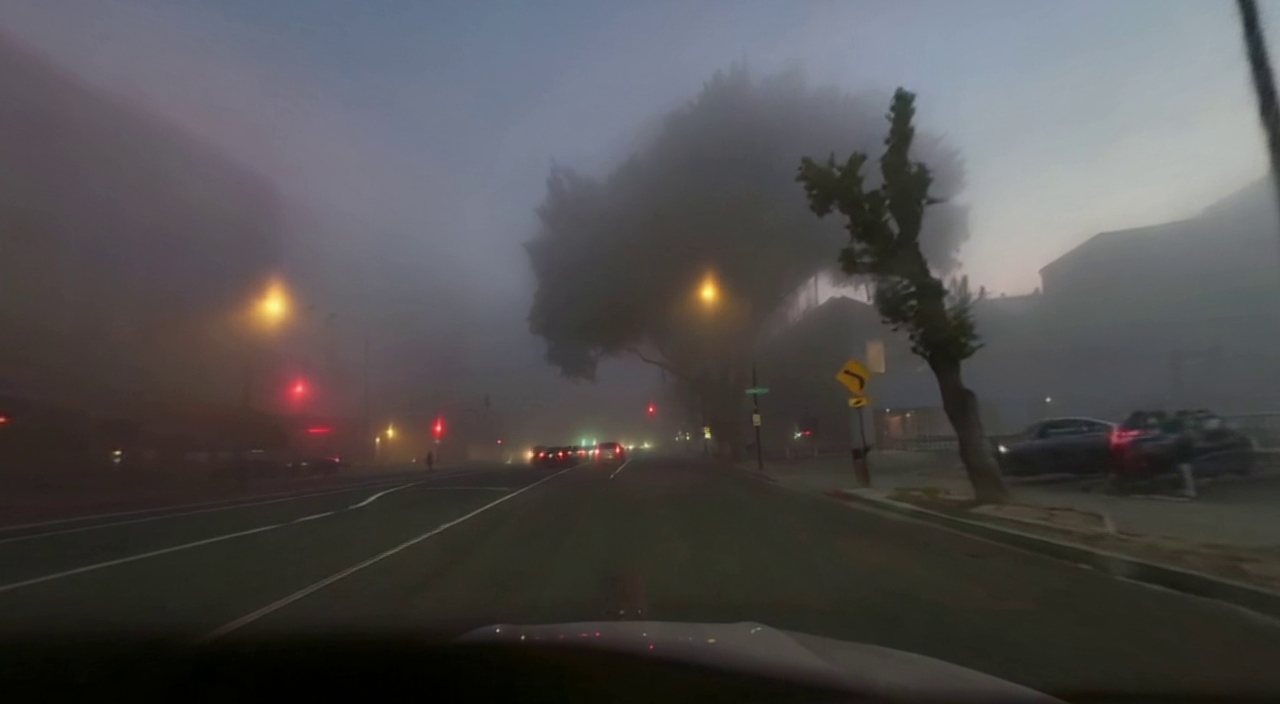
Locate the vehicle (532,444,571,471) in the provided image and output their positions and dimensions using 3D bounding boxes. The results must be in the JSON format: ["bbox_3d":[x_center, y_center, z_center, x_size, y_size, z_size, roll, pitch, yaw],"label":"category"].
[{"bbox_3d":[-5.451,6.526,39.332,1.889,1.572,3.599,0,-8,1],"label":"vehicle"}]
